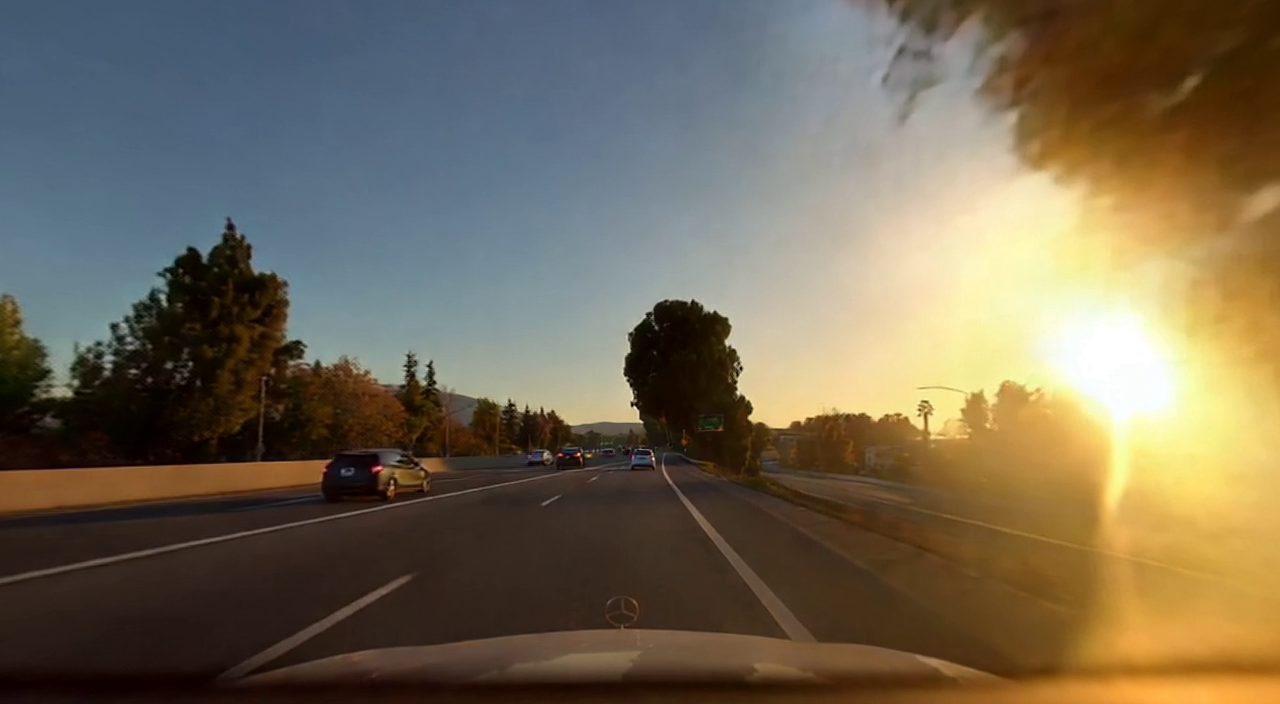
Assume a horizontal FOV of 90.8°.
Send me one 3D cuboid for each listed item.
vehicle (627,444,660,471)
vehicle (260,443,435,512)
[{"bbox_3d":[0.266,7.344,44.022,2.179,1.742,4.396,0,-9,2],"label":"vehicle"},{"bbox_3d":[-7.578,3.284,17.101,2.102,1.562,4.884,-1,-9,5],"label":"vehicle"}]
